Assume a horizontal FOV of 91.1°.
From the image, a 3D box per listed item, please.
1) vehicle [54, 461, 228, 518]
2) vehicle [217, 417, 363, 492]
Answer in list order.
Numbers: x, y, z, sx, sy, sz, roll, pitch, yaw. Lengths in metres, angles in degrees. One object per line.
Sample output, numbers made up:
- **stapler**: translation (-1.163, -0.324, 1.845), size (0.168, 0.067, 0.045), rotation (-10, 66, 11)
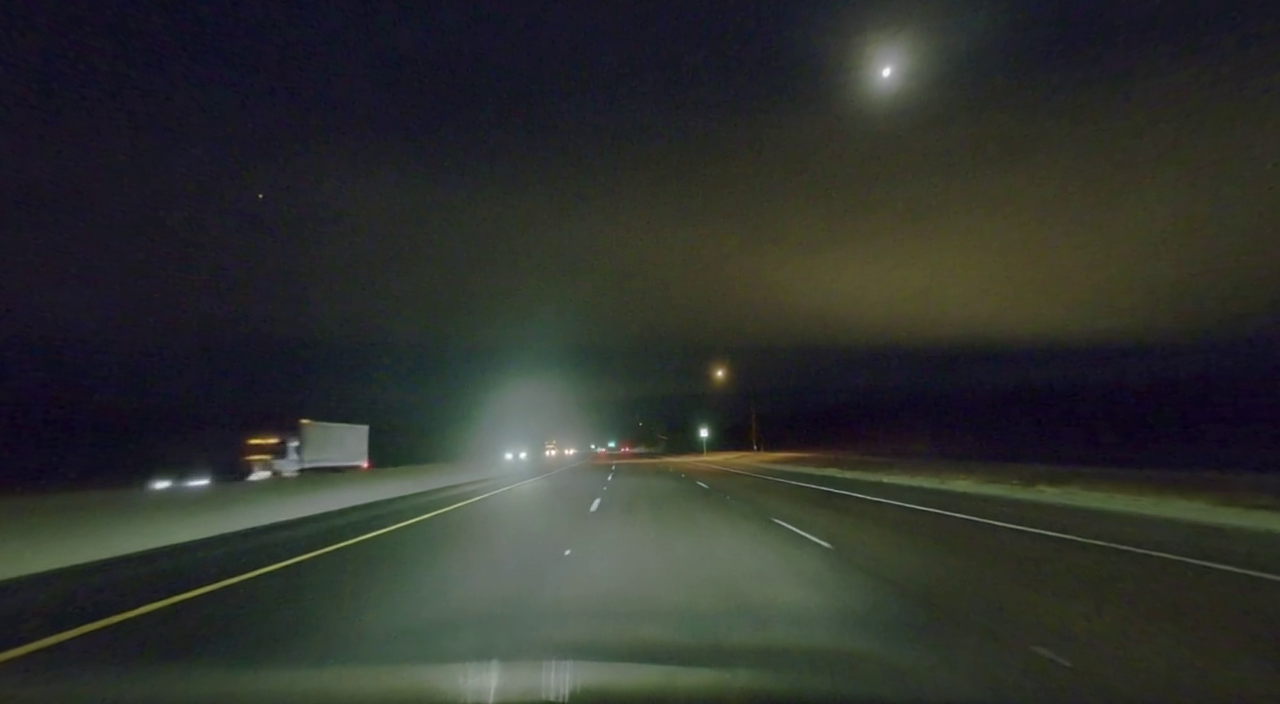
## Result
- **vehicle**: translation (-15.654, 4.292, 20.123), size (1.932, 1.495, 4.511), rotation (0, -9, -2)
- **vehicle**: translation (-19.765, 5.903, 36.478), size (3.225, 3.742, 9.159), rotation (0, -9, -1)
